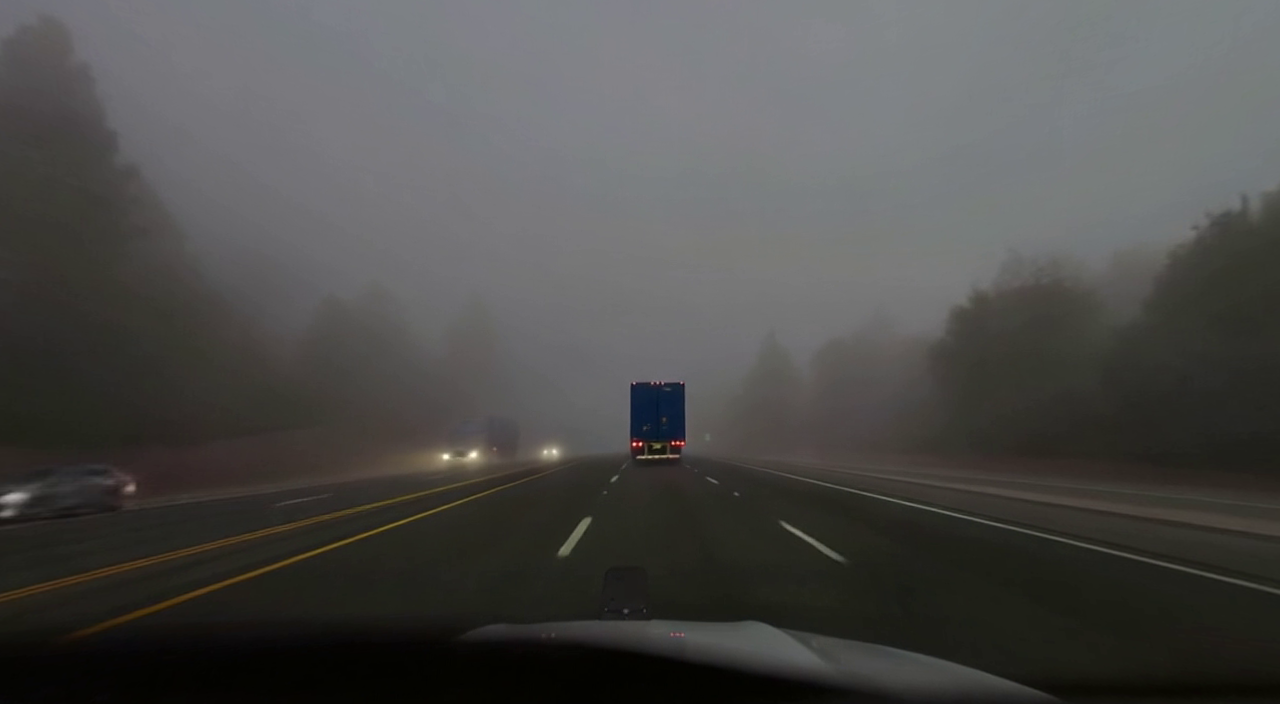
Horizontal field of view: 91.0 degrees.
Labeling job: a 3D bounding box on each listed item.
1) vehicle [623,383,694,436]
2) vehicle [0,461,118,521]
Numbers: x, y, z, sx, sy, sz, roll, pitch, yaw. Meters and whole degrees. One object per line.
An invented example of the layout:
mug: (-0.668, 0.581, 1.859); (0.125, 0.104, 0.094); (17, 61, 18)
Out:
vehicle: (0.621, 2.429, 25.576); (2.509, 1.890, 4.732); (0, -8, -3)
vehicle: (-18.018, 3.987, 18.248); (1.859, 1.493, 4.490); (-1, -8, 1)
